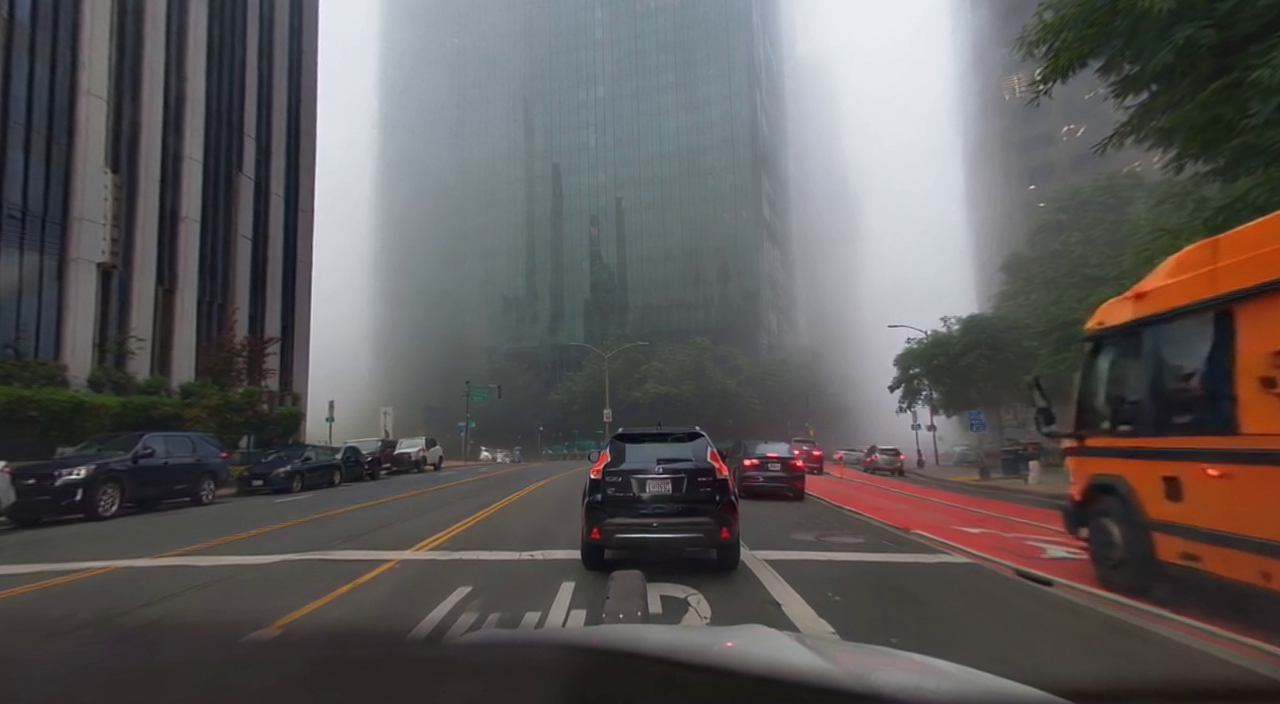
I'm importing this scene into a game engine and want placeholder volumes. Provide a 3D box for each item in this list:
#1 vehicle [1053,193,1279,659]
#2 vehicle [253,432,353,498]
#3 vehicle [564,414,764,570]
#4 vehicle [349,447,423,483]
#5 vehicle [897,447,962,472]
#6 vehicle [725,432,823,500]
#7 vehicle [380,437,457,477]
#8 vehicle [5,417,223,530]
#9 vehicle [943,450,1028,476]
[{"bbox_3d":[5.792,0.280,2.733,3.113,3.116,7.650,-1,-8,3],"label":"vehicle"},{"bbox_3d":[-10.954,3.658,20.810,1.559,1.973,3.419,1,-8,-4],"label":"vehicle"},{"bbox_3d":[0.327,1.844,9.085,2.192,1.695,4.142,0,-8,2],"label":"vehicle"},{"bbox_3d":[-11.221,4.986,28.193,1.791,1.463,4.210,0,-8,-4],"label":"vehicle"},{"bbox_3d":[22.498,8.344,49.182,4.211,1.820,2.094,-6,-10,33],"label":"vehicle"},{"bbox_3d":[3.878,3.392,19.217,2.143,1.793,4.763,0,-8,3],"label":"vehicle"},{"bbox_3d":[-11.646,5.552,33.714,2.338,1.963,5.740,0,-8,-3],"label":"vehicle"},{"bbox_3d":[-10.325,2.370,12.798,1.543,1.946,3.454,1,-8,-5],"label":"vehicle"},{"bbox_3d":[24.157,7.723,44.217,4.956,1.706,1.822,-6,-10,34],"label":"vehicle"}]
